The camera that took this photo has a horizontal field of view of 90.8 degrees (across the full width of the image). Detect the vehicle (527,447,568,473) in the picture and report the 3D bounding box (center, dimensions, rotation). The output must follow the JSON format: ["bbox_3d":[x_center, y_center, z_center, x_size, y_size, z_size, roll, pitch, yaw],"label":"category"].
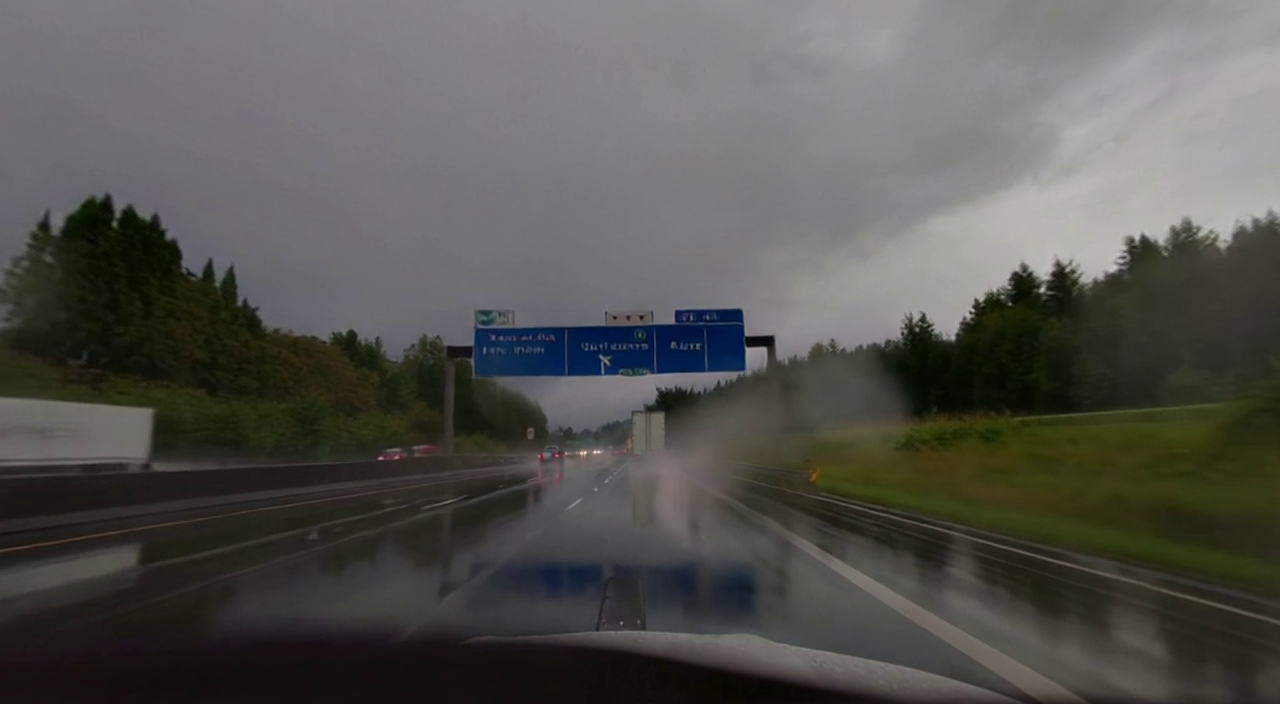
[{"bbox_3d":[-6.430,7.579,44.409,2.119,1.754,4.404,0,-9,1],"label":"vehicle"}]

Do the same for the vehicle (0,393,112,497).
[{"bbox_3d":[-23.885,3.159,21.436,3.032,3.588,10.037,0,-9,0],"label":"vehicle"}]
